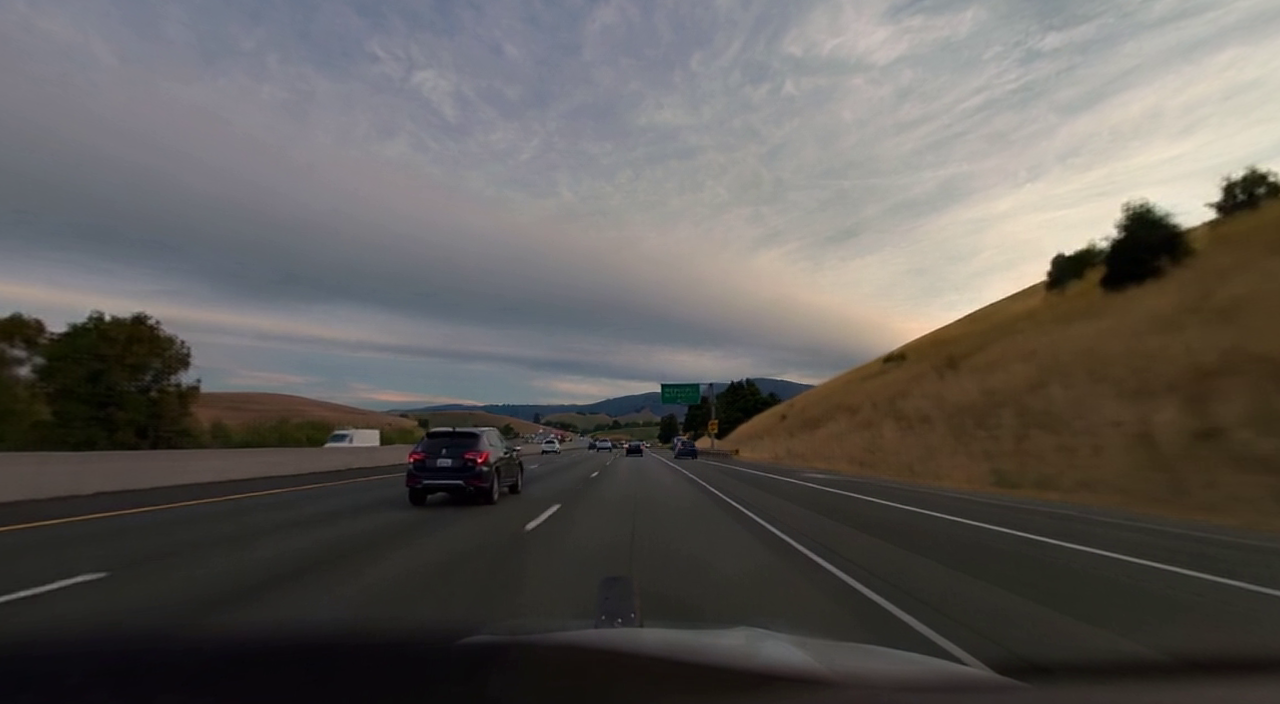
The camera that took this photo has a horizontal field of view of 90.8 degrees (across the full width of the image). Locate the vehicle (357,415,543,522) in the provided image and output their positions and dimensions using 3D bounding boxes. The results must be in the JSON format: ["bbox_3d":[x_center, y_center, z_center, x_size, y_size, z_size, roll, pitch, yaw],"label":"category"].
[{"bbox_3d":[-3.398,2.214,12.479,2.166,1.700,4.661,0,-8,1],"label":"vehicle"}]
